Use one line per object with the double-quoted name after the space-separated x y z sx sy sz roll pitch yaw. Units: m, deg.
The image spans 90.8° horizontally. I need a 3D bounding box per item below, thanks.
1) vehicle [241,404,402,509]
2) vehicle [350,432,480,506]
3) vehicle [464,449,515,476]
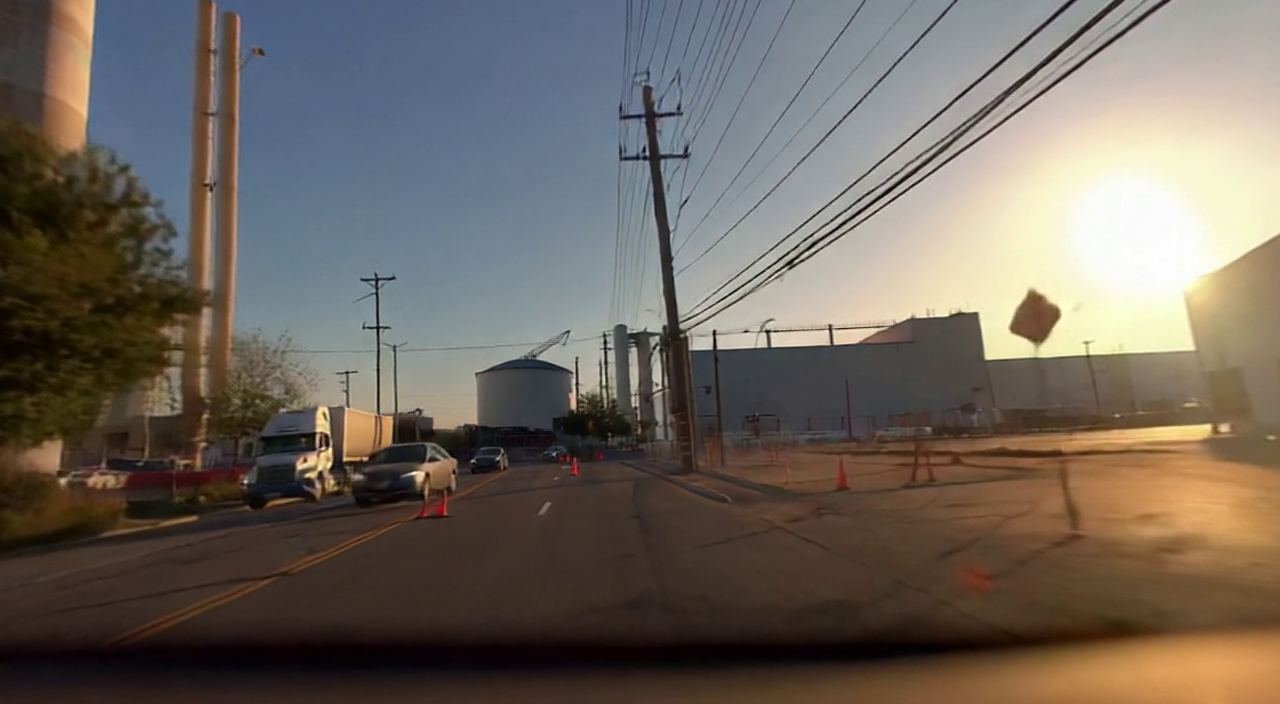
-11.087 3.740 23.030 2.905 3.133 7.675 1 -9 -9 "vehicle"
-6.299 3.337 18.497 2.282 1.809 5.297 0 -9 -5 "vehicle"
-8.913 6.575 37.894 2.117 1.484 4.544 0 -9 -3 "vehicle"
